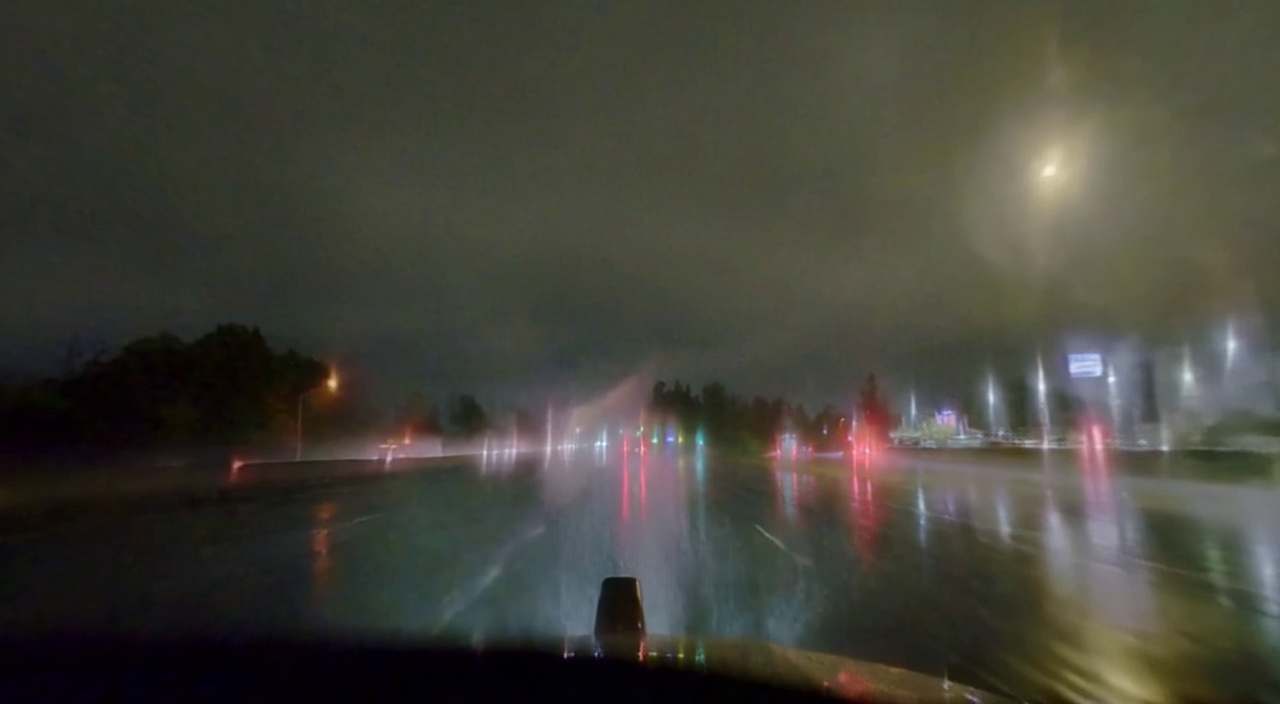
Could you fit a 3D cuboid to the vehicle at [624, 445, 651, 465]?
[{"bbox_3d":[-0.199,7.885,48.544,2.025,1.460,4.189,0,-9,-1],"label":"vehicle"}]
